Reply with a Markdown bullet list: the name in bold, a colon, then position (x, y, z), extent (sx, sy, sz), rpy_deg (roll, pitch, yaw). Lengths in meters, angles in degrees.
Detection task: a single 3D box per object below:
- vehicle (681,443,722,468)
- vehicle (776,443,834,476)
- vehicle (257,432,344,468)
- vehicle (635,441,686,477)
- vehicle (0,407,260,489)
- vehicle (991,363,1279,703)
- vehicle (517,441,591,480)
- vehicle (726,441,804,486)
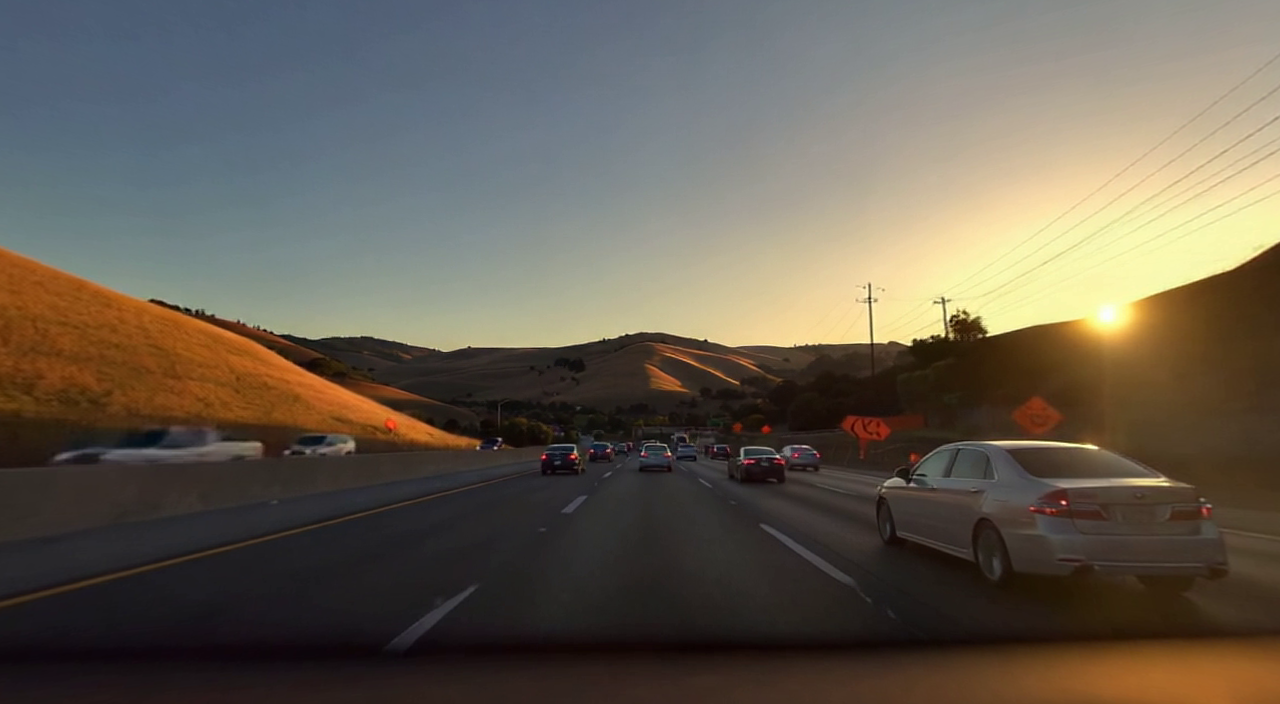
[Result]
- **vehicle**: position (3.849, 6.583, 40.294), extent (2.177, 1.453, 4.205), rpy_deg (0, -8, 0)
- **vehicle**: position (8.223, 5.360, 31.733), extent (1.843, 1.505, 4.007), rpy_deg (0, -8, 0)
- **vehicle**: position (-17.360, 5.038, 32.536), extent (1.965, 1.712, 4.376), rpy_deg (0, -8, 1)
- **vehicle**: position (0.869, 4.815, 28.701), extent (2.138, 1.473, 4.392), rpy_deg (0, -8, 0)
- **vehicle**: position (-14.285, 2.755, 18.195), extent (2.547, 1.937, 6.432), rpy_deg (0, -8, 1)
- **vehicle**: position (3.863, 0.880, 2.738), extent (2.018, 1.670, 4.658), rpy_deg (0, -8, 1)
- **vehicle**: position (-3.332, 4.301, 25.300), extent (2.232, 1.438, 4.163), rpy_deg (-1, -8, 2)
- **vehicle**: position (4.426, 4.004, 22.976), extent (1.867, 1.465, 4.093), rpy_deg (0, -8, -1)
